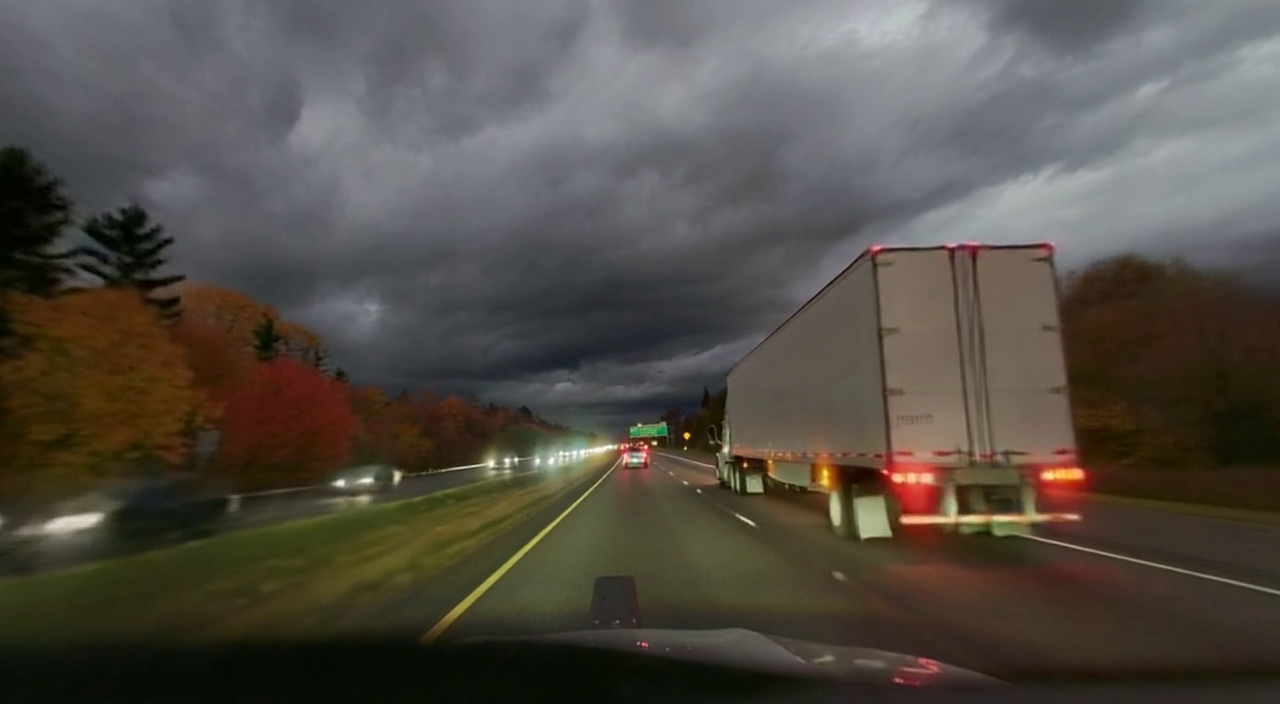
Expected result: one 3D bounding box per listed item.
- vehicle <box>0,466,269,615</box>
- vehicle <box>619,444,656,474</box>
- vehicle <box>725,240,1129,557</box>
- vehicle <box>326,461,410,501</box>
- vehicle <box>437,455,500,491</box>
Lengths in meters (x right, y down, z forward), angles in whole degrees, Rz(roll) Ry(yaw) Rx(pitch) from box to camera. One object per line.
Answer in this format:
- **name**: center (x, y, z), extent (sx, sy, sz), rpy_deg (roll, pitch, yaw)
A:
- **vehicle**: center (-8.243, 2.620, 9.672), extent (2.068, 1.560, 4.870), rpy_deg (-1, -9, -1)
- **vehicle**: center (-0.184, 6.633, 39.122), extent (2.168, 1.705, 4.272), rpy_deg (-1, -9, -1)
- **vehicle**: center (4.579, 1.609, 15.083), extent (2.910, 4.090, 14.063), rpy_deg (-1, -9, -1)
- **vehicle**: center (-12.683, 6.016, 29.576), extent (1.935, 1.665, 4.426), rpy_deg (-1, -9, 0)
- **vehicle**: center (-8.707, 6.154, 32.207), extent (2.041, 1.631, 4.366), rpy_deg (-1, -9, 0)
